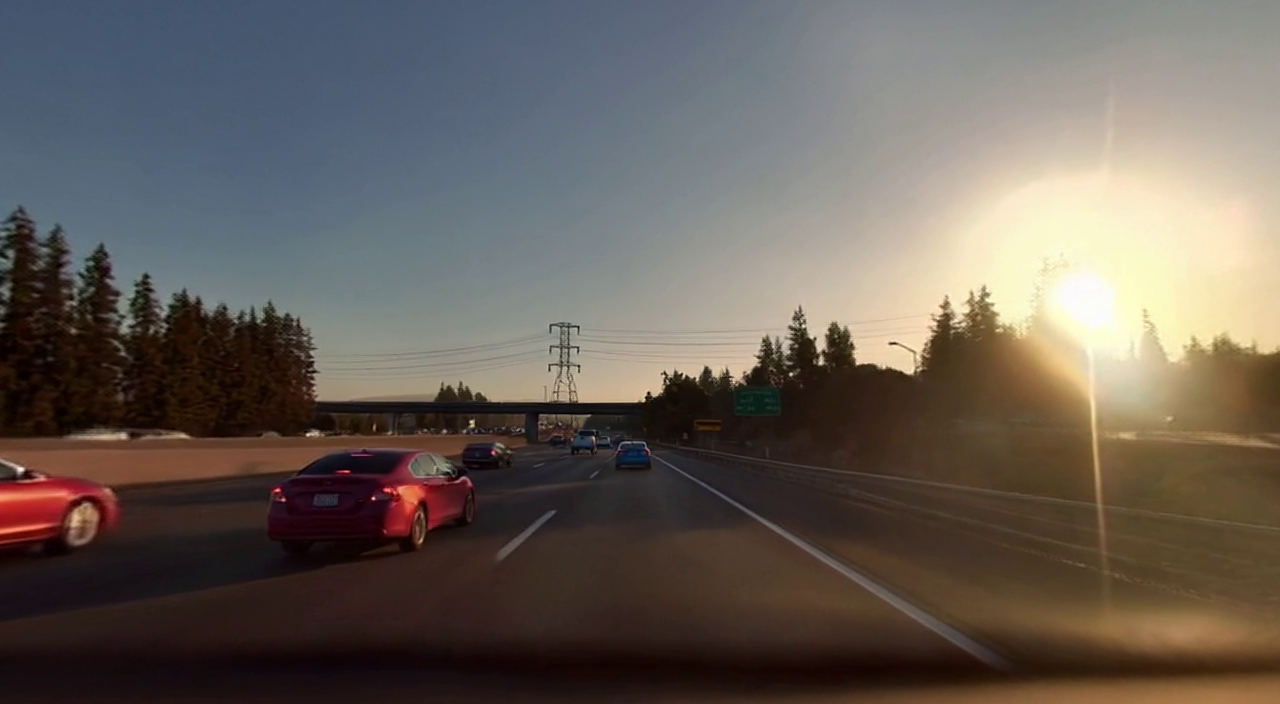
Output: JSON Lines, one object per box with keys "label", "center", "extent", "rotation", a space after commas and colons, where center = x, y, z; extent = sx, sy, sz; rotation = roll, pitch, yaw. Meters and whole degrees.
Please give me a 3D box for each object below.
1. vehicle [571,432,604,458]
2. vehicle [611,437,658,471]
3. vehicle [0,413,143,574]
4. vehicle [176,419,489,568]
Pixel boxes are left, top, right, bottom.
{"label": "vehicle", "center": [-3.879, 7.001, 47.220], "extent": [2.174, 1.806, 3.932], "rotation": [0, -8, -1]}
{"label": "vehicle", "center": [-0.241, 4.605, 28.541], "extent": [1.954, 1.460, 3.983], "rotation": [0, -8, 0]}
{"label": "vehicle", "center": [-7.495, 1.349, 5.772], "extent": [1.968, 1.614, 4.674], "rotation": [0, -8, 1]}
{"label": "vehicle", "center": [-3.732, 1.798, 8.828], "extent": [2.035, 1.514, 4.600], "rotation": [0, -8, 1]}
